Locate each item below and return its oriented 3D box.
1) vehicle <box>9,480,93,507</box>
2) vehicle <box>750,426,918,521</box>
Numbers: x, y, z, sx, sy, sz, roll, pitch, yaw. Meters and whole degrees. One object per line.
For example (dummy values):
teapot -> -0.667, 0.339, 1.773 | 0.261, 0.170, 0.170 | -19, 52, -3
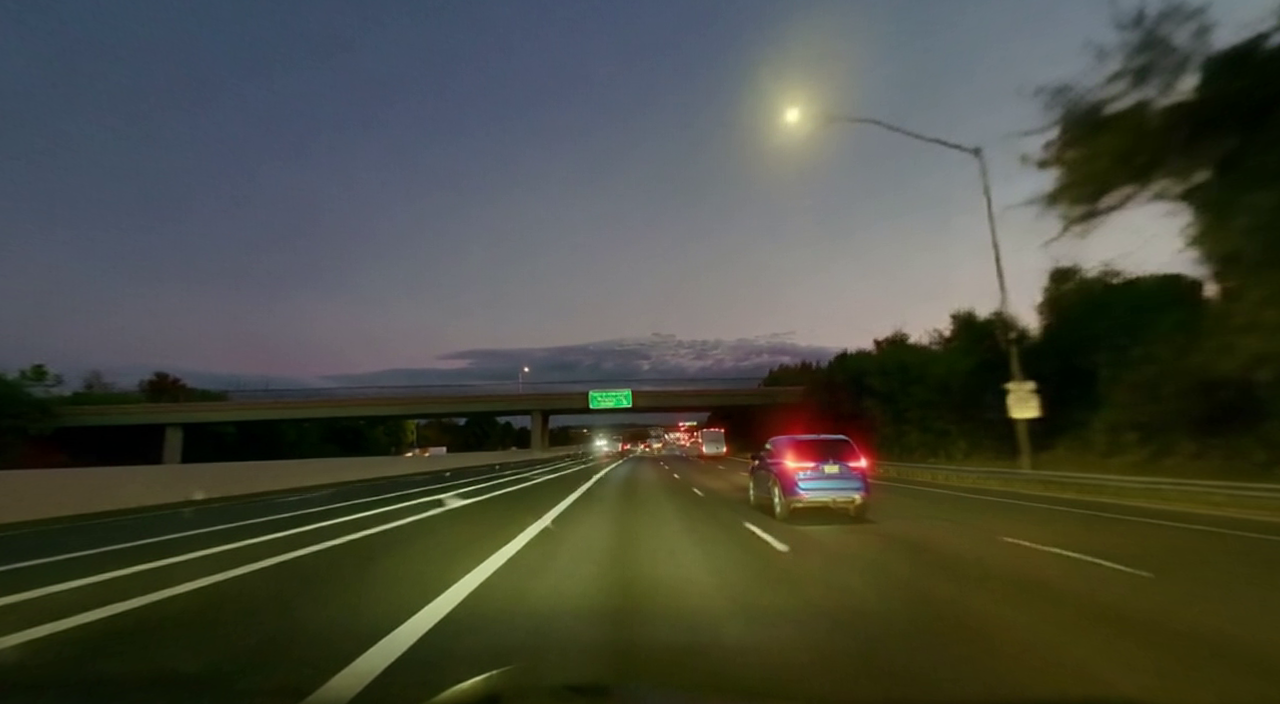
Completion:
vehicle -> -39.728, 9.538, 42.567 | 1.777, 1.456, 3.949 | 0, -9, 0
vehicle -> 3.907, 2.538, 13.667 | 2.148, 1.691, 4.443 | 0, -9, -1
